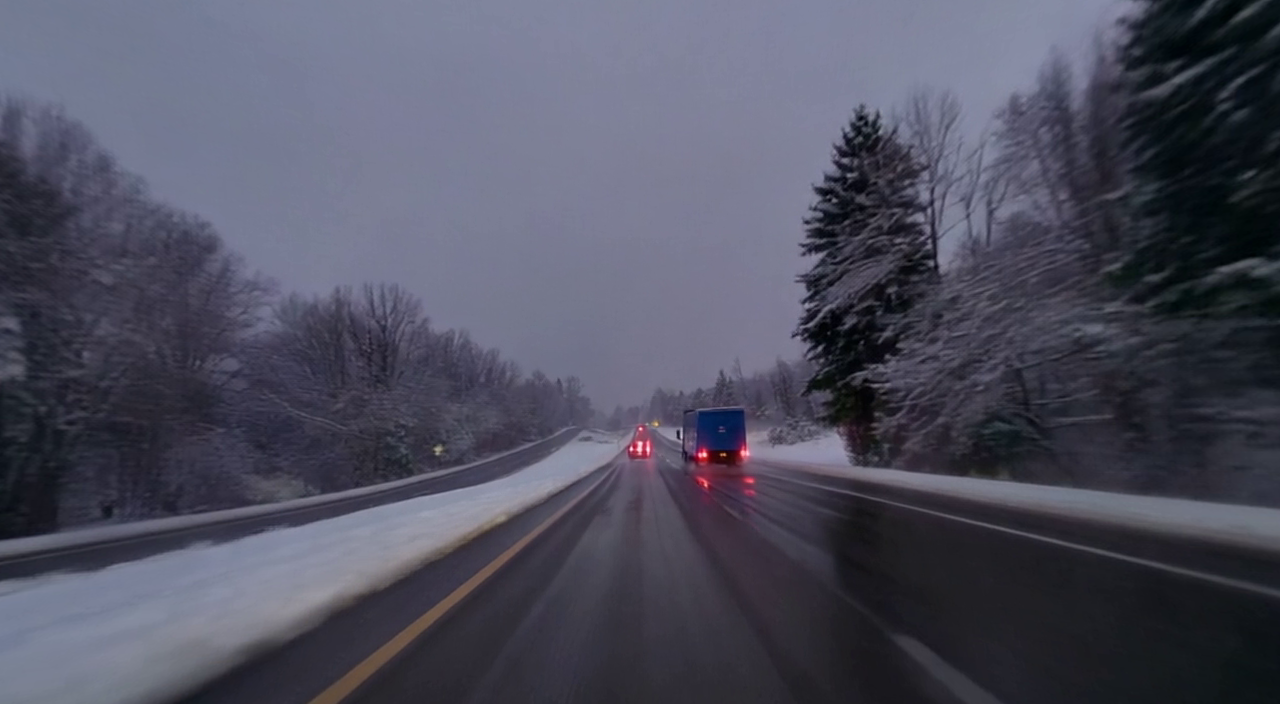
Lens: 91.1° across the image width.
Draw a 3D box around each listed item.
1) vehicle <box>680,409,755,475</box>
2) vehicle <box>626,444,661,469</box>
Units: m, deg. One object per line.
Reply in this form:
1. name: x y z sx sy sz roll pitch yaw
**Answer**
1. vehicle: 4.030 4.968 34.672 3.015 3.211 7.982 0 -8 -1
2. vehicle: 0.225 6.876 41.667 2.170 1.544 4.373 0 -8 0
